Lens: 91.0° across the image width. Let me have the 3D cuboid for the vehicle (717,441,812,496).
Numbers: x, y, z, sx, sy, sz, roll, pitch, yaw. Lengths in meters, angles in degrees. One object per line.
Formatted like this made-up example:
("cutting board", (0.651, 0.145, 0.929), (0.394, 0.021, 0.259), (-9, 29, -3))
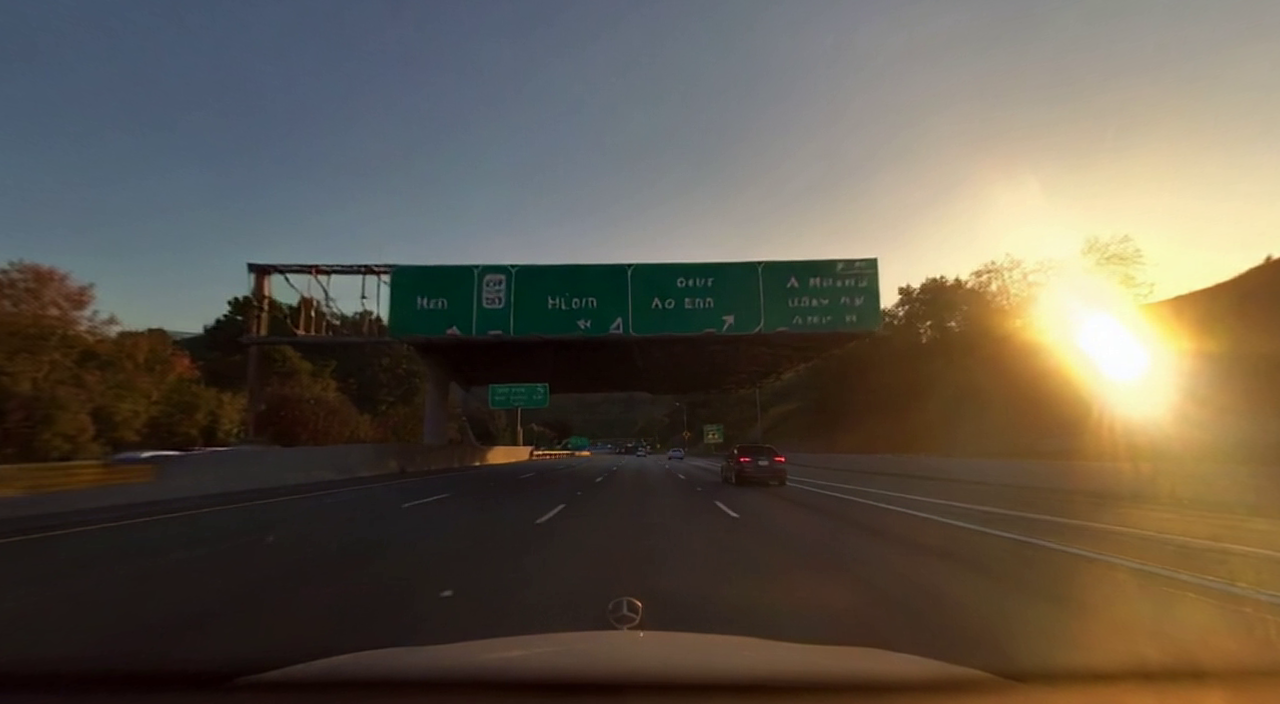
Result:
("vehicle", (3.696, 3.551, 19.551), (2.033, 1.501, 4.398), (0, -9, 0))
